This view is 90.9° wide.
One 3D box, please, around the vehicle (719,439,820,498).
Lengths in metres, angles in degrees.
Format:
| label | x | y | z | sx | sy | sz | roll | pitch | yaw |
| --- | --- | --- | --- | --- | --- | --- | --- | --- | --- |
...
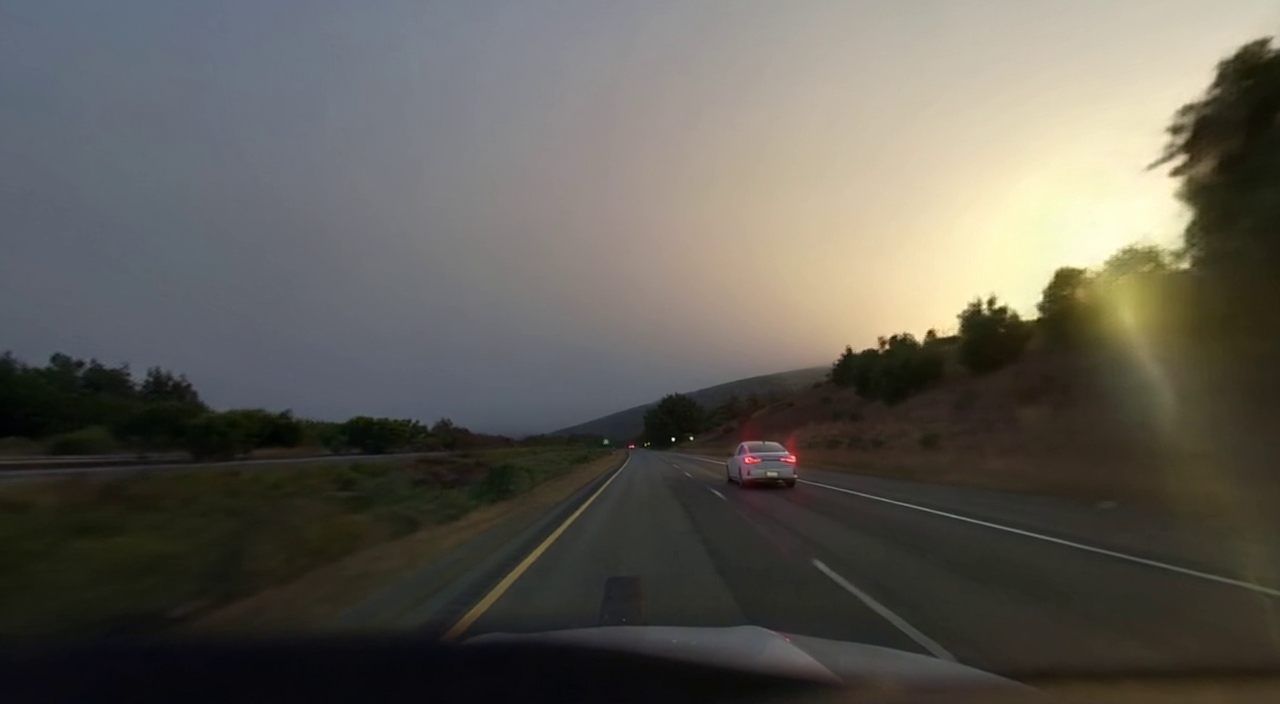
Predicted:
| label | x | y | z | sx | sy | sz | roll | pitch | yaw |
| --- | --- | --- | --- | --- | --- | --- | --- | --- | --- |
| vehicle | 3.560 | 3.286 | 18.259 | 2.003 | 1.466 | 4.441 | 0 | -9 | 0 |
